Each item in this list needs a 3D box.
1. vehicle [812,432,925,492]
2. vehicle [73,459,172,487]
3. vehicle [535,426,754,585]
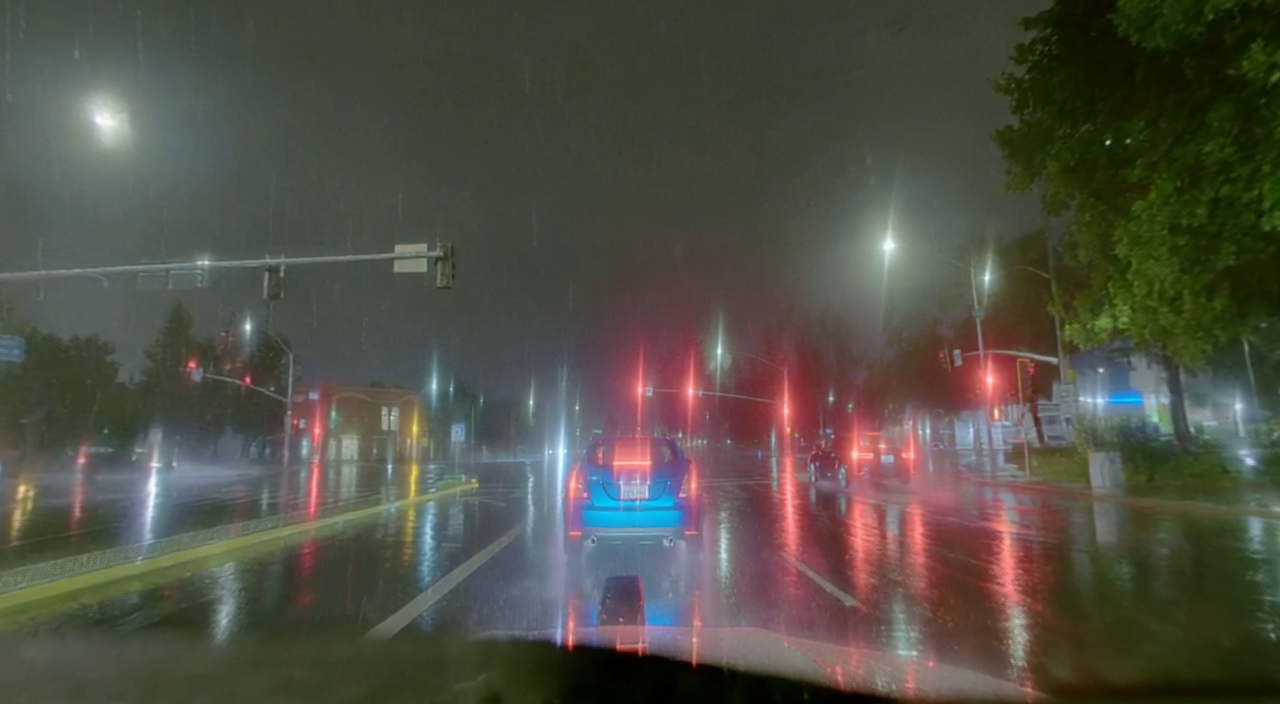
[{"bbox_3d":[7.053,3.439,20.068,2.039,1.692,4.319,0,-8,1],"label":"vehicle"},{"bbox_3d":[-32.397,7.557,39.641,4.401,1.625,1.863,0,-8,-4],"label":"vehicle"},{"bbox_3d":[-0.015,1.767,8.157,2.070,1.488,4.206,0,-8,-2],"label":"vehicle"}]
